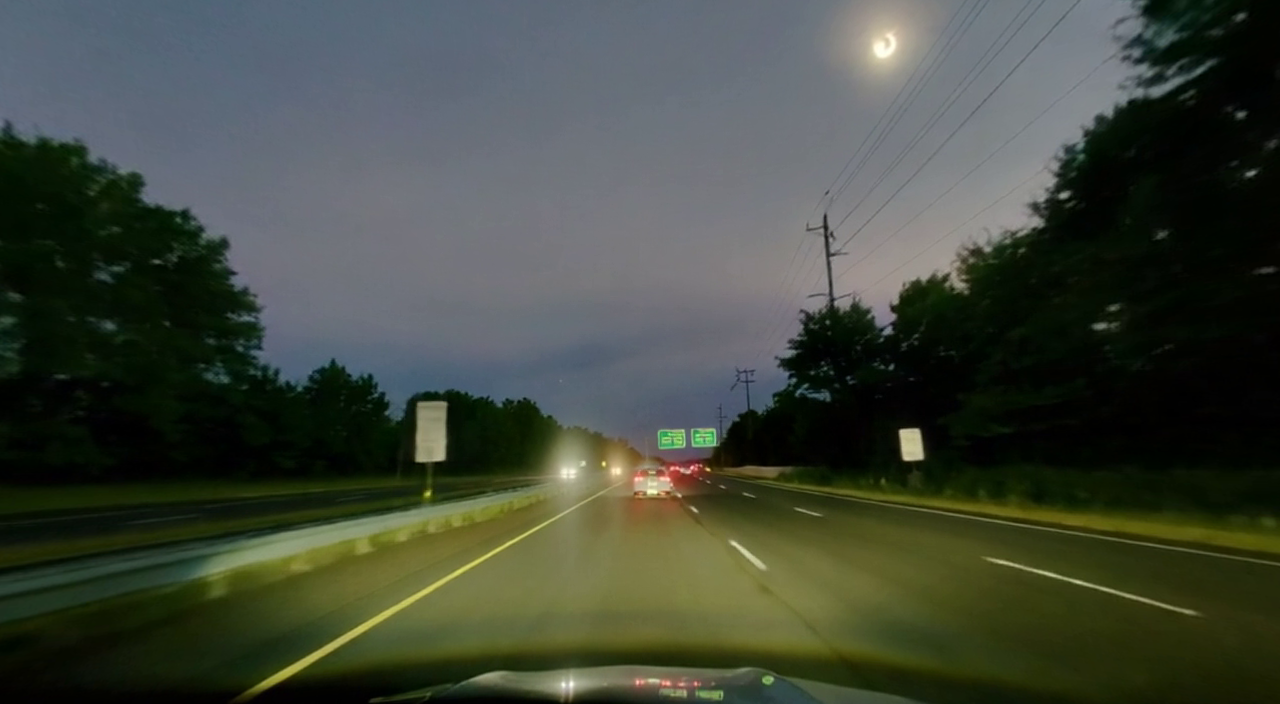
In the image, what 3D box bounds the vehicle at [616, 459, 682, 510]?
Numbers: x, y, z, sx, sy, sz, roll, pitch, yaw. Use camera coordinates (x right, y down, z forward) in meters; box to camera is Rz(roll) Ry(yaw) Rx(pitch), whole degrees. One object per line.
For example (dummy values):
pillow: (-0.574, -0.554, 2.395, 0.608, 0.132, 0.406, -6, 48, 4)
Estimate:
vehicle: (0.280, 4.354, 20.959, 1.987, 1.480, 3.786, 1, -10, 0)
